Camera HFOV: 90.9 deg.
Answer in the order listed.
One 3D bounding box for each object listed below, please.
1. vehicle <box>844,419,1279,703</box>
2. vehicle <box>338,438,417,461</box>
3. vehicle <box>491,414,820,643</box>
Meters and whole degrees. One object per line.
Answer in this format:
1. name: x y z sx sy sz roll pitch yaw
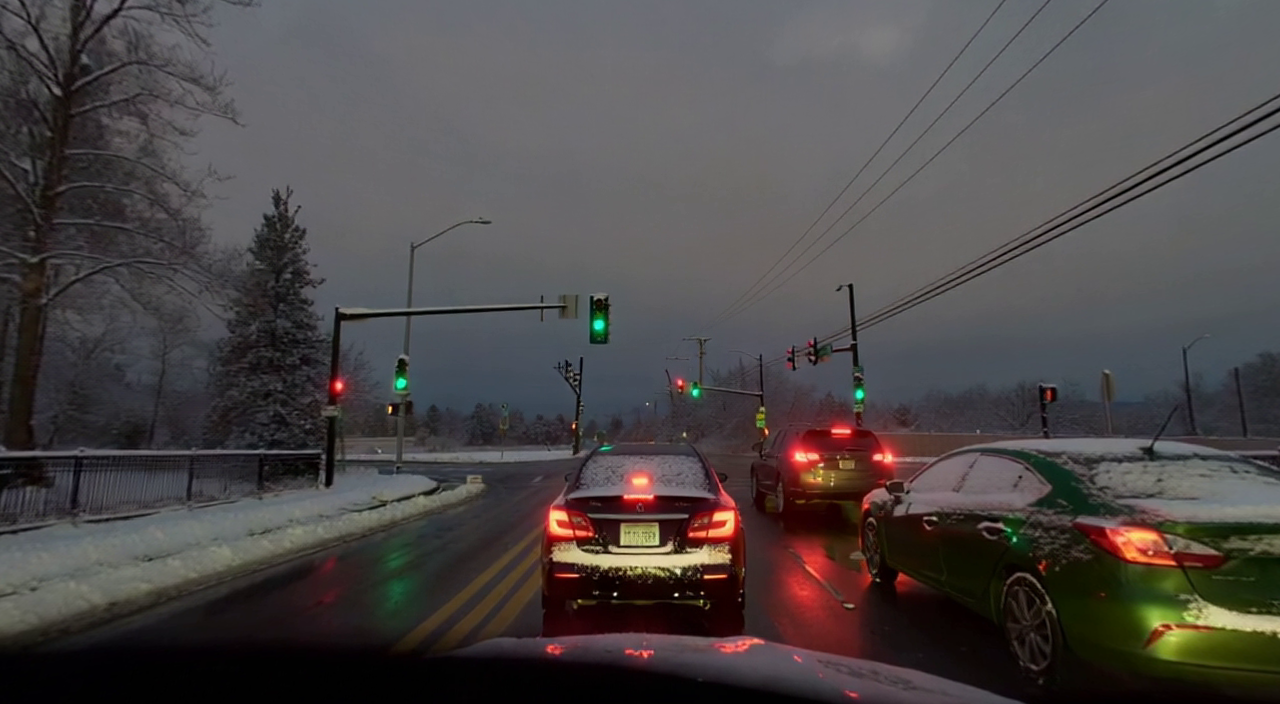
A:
1. vehicle: 3.093 1.248 4.139 2.027 1.432 4.431 0 -8 0
2. vehicle: -17.229 6.410 41.469 4.406 1.458 1.892 -1 -8 7
3. vehicle: 0.069 1.488 6.421 2.170 1.497 4.369 0 -8 -1
